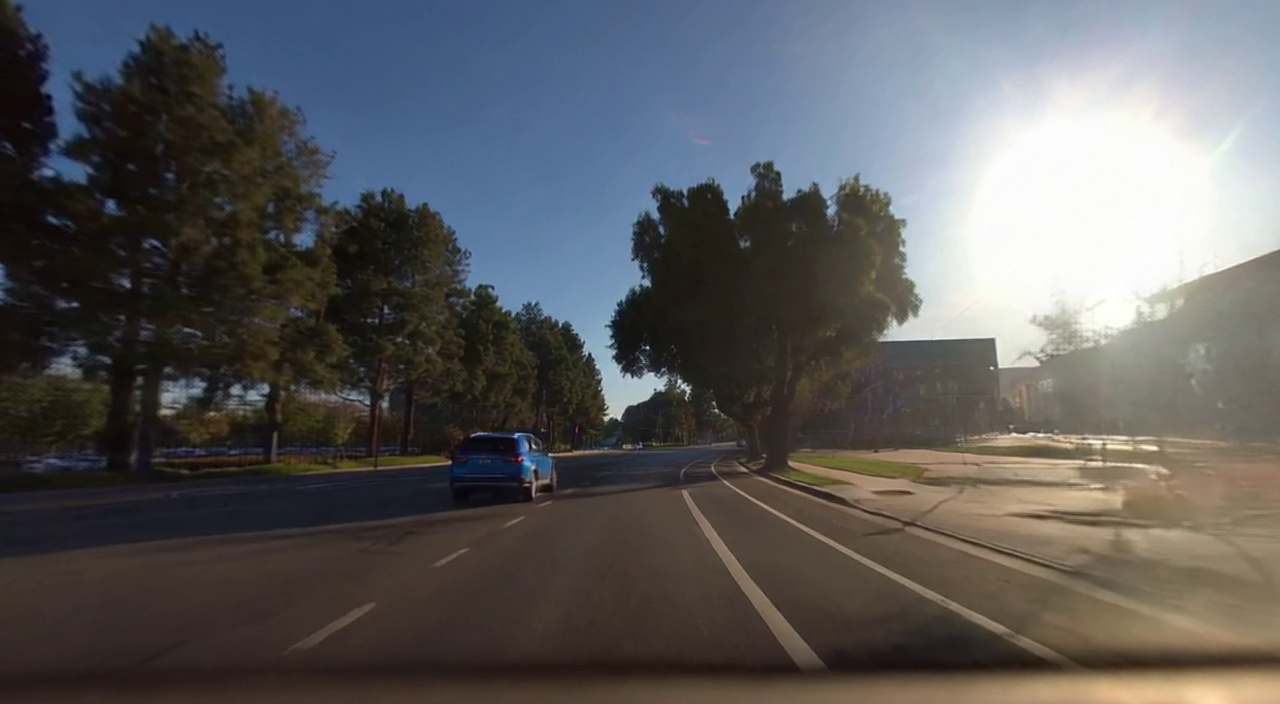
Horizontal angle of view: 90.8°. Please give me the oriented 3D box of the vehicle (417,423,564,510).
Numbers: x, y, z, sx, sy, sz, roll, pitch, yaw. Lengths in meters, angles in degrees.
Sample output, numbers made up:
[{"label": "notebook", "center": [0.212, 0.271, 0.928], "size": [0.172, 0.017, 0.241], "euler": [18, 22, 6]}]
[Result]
[{"label": "vehicle", "center": [-3.248, 2.607, 14.826], "size": [2.121, 1.724, 4.392], "euler": [0, -9, 3]}]
